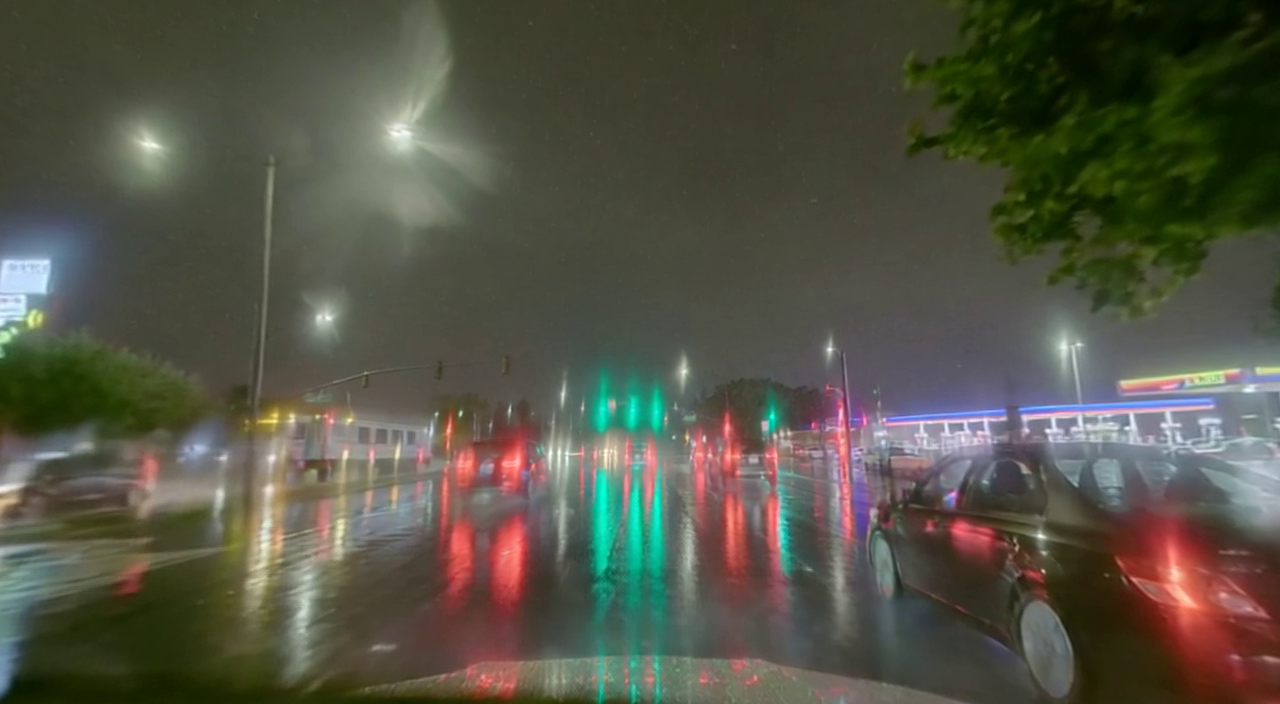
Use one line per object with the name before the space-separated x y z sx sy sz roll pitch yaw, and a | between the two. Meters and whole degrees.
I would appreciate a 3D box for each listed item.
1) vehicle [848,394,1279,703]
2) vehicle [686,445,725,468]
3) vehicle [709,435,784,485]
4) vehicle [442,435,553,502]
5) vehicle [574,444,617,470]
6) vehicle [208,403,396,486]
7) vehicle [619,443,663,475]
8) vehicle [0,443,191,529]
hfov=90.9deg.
vehicle | 3.456 1.266 4.839 2.038 1.499 4.868 0 -8 0
vehicle | 4.254 6.827 41.412 2.174 1.462 4.400 0 -8 1
vehicle | 3.852 3.994 23.546 2.022 1.683 4.171 0 -8 0
vehicle | -3.761 3.135 17.440 2.023 1.607 4.086 -1 -8 2
vehicle | -2.660 6.343 38.334 2.192 1.463 4.211 -1 -8 2
vehicle | -15.819 4.550 31.000 3.228 3.319 10.706 0 -8 0
vehicle | 0.077 5.463 32.430 2.104 1.477 4.591 0 -8 1
vehicle | -12.268 2.711 13.450 2.013 1.501 4.484 0 -8 1
